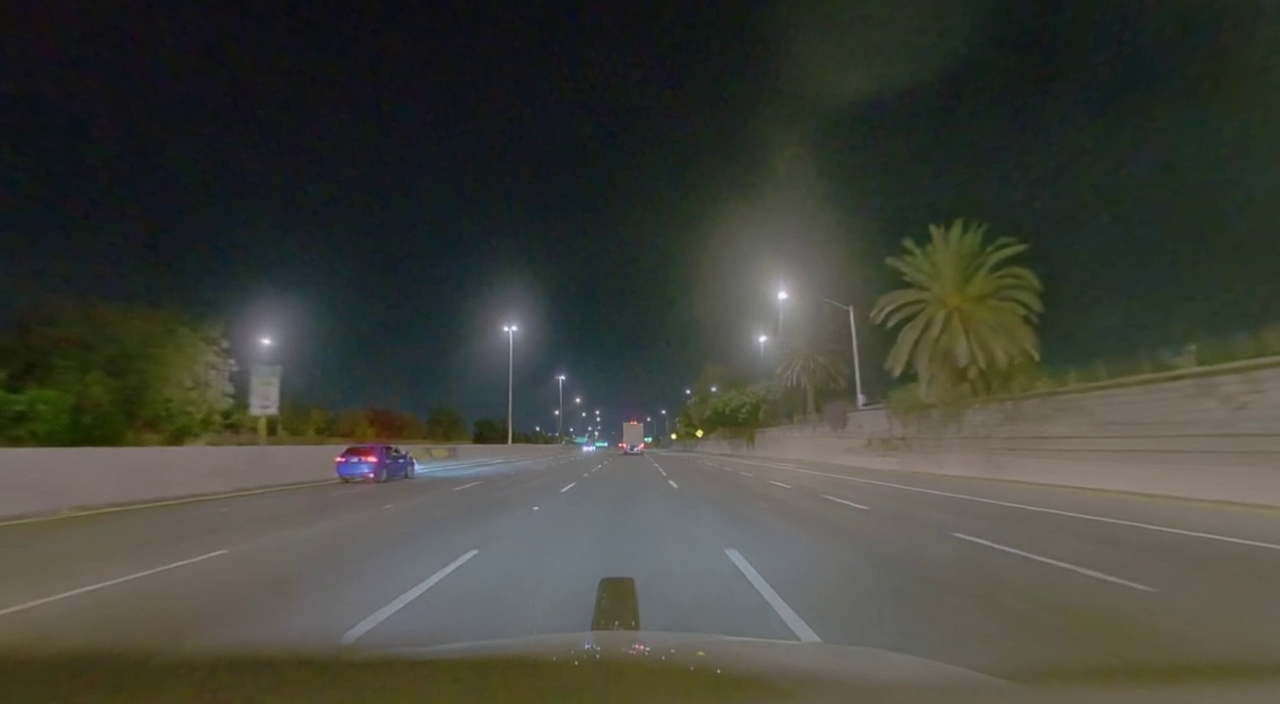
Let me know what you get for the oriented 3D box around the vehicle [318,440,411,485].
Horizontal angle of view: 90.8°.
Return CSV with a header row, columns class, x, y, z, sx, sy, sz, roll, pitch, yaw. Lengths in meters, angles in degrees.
class,x,y,z,sx,sy,sz,roll,pitch,yaw
vehicle,-10.978,4.428,25.565,1.897,1.653,4.113,0,-8,0
